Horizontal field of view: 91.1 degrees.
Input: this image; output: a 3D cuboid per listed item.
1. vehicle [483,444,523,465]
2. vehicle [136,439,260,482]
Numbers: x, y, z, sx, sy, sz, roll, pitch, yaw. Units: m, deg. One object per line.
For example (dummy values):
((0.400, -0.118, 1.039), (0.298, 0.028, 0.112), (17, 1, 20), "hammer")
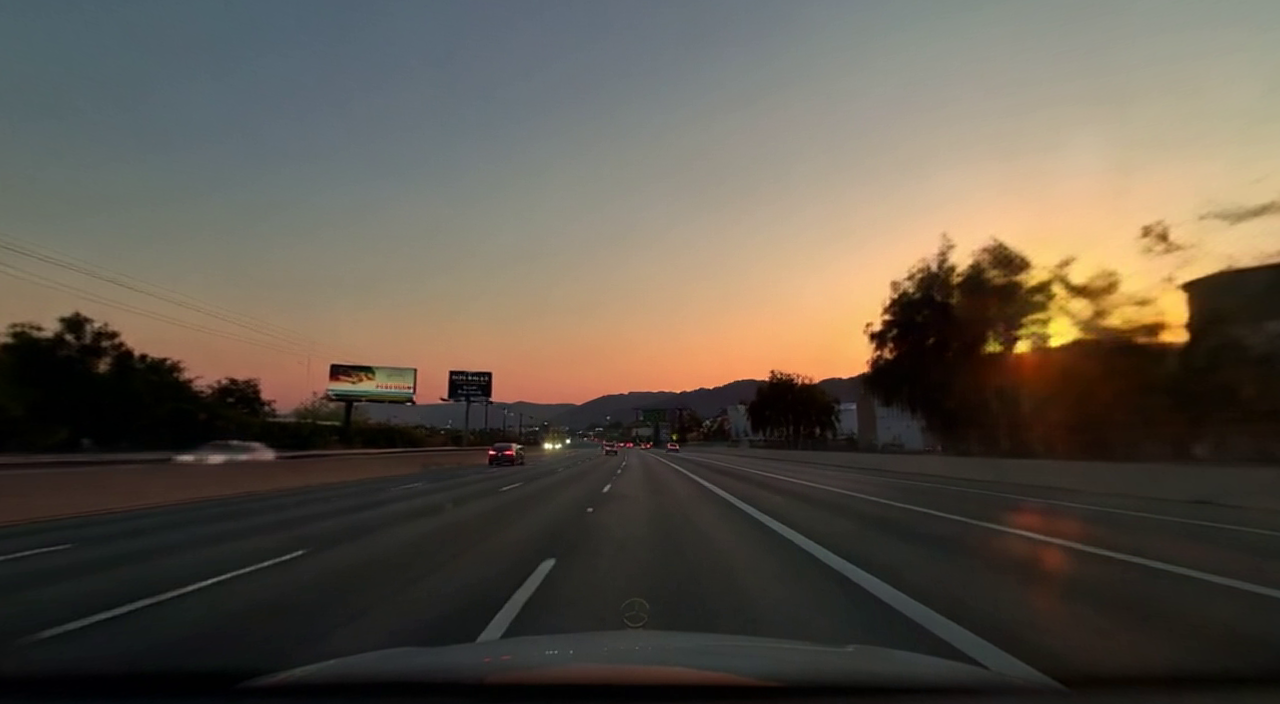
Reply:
((-10.231, 7.668, 47.200), (1.974, 1.513, 4.584), (0, -9, 0), "vehicle")
((-18.565, 4.550, 26.670), (1.962, 1.636, 4.485), (0, -9, 1), "vehicle")
